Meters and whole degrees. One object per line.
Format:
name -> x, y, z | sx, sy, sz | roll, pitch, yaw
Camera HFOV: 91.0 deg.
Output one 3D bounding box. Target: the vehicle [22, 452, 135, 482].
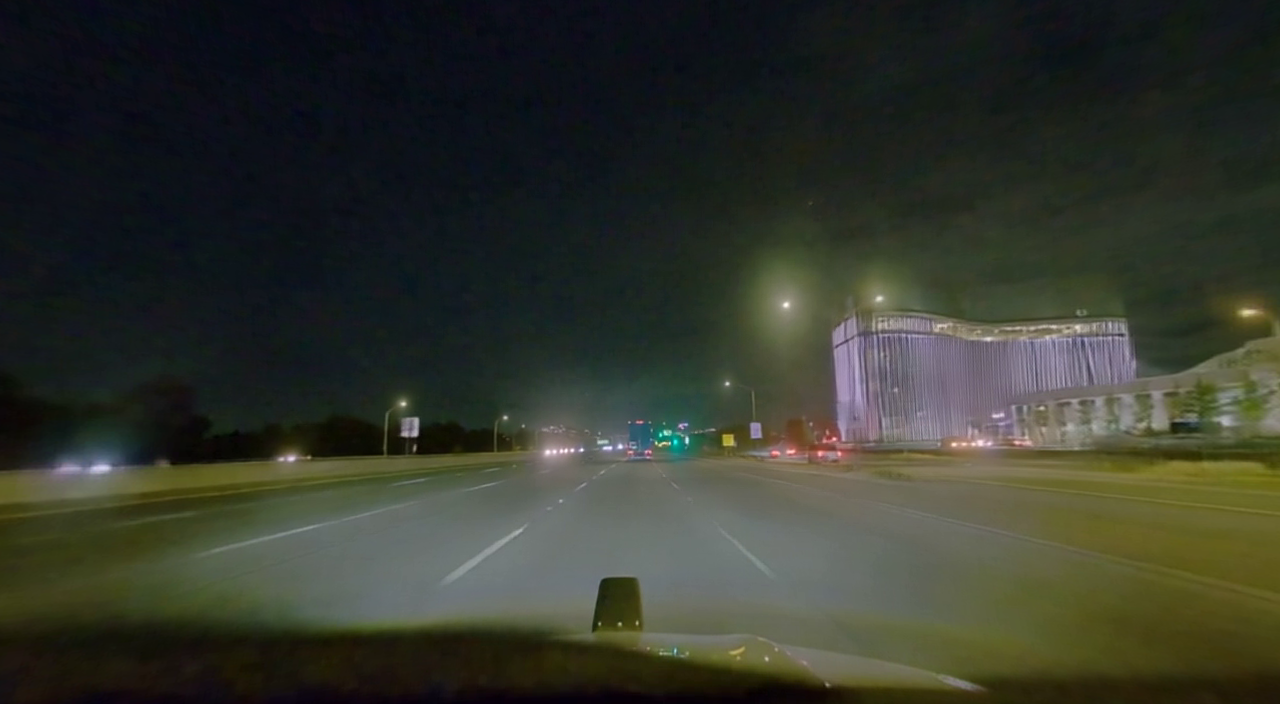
vehicle -> -30.882, 6.319, 34.881 | 1.813, 1.512, 4.782 | 0, -9, 1
